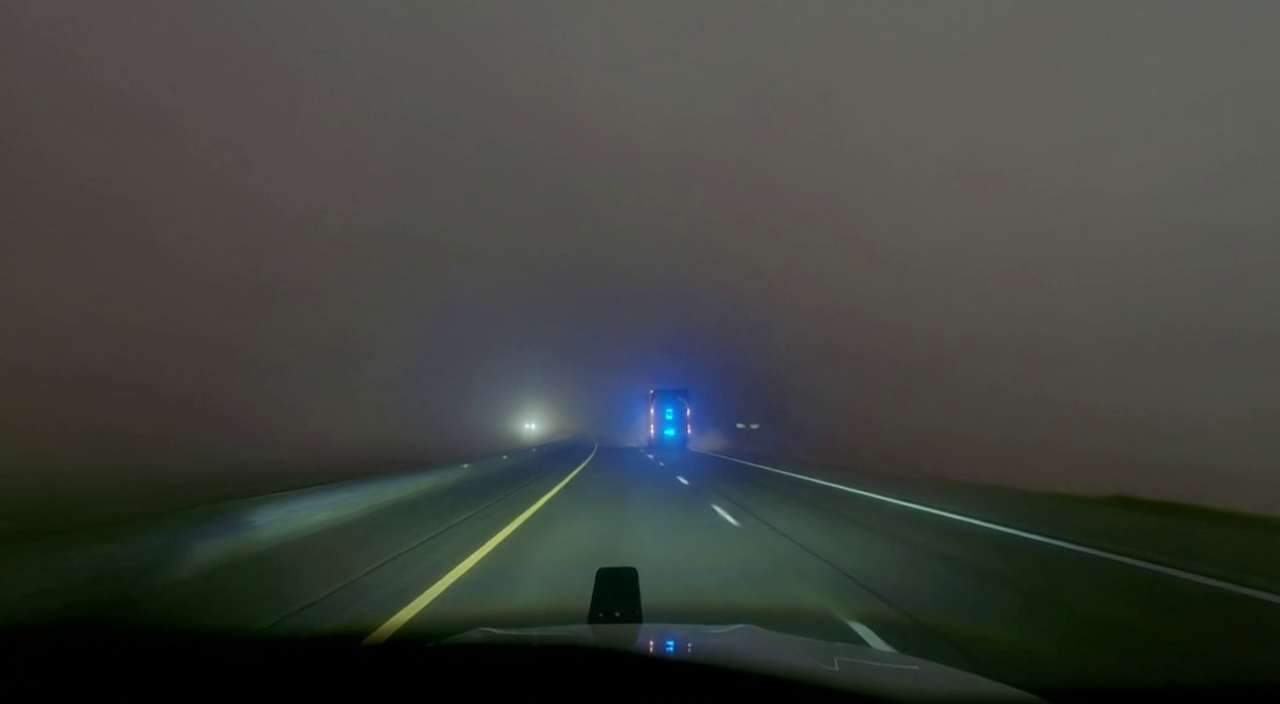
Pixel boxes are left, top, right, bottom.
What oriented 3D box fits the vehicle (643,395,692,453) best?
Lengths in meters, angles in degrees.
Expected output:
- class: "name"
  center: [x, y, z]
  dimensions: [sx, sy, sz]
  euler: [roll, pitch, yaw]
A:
- class: "vehicle"
  center: [1.879, 5.420, 46.817]
  dimensions: [2.949, 3.877, 8.528]
  euler: [0, -8, -2]
